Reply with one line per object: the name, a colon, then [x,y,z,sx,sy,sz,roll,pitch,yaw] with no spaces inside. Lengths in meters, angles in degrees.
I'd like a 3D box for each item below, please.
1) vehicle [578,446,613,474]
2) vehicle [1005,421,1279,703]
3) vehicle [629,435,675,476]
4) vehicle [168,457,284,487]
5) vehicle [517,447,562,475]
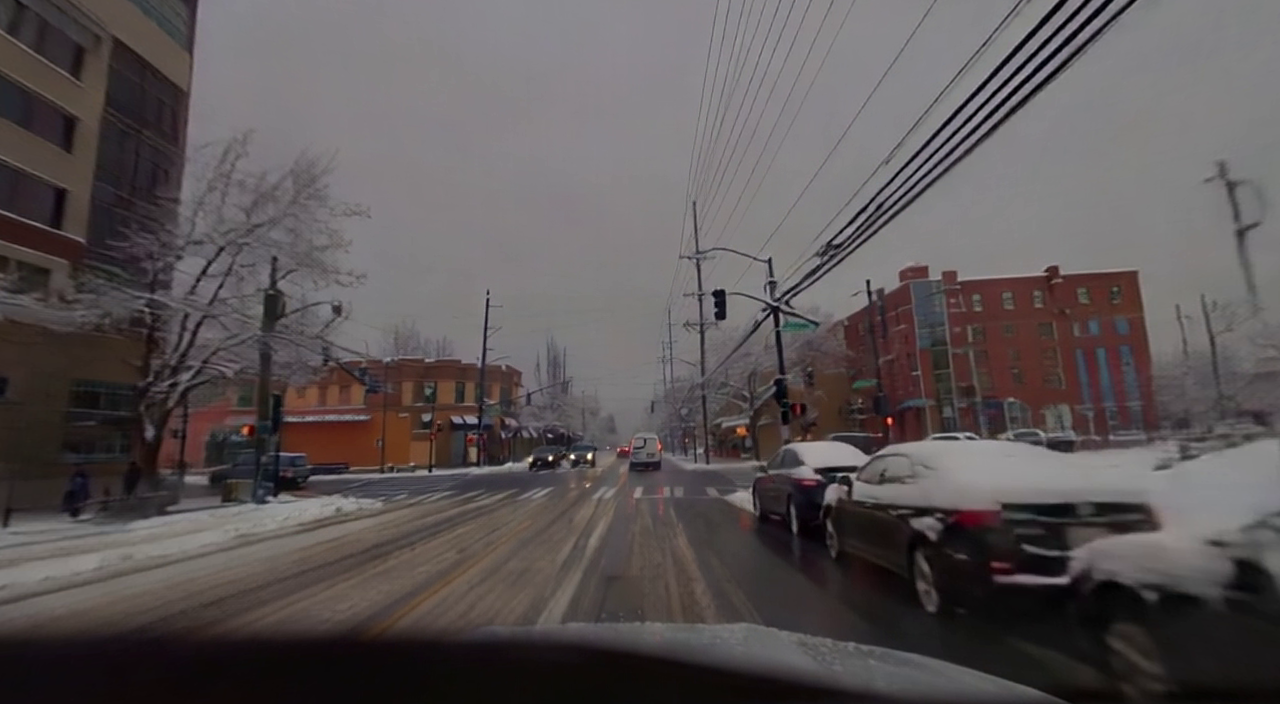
vehicle: [-2.839,6.951,41.005,2.026,1.616,4.109,1,-8,-1]
vehicle: [3.319,0.907,1.692,2.018,1.474,4.524,0,-9,1]
vehicle: [0.628,5.192,31.774,2.127,1.893,4.194,0,-9,2]
vehicle: [-20.904,6.068,32.040,4.477,1.439,1.966,0,-9,1]
vehicle: [-6.115,6.686,39.018,2.089,1.578,4.571,0,-9,-1]
